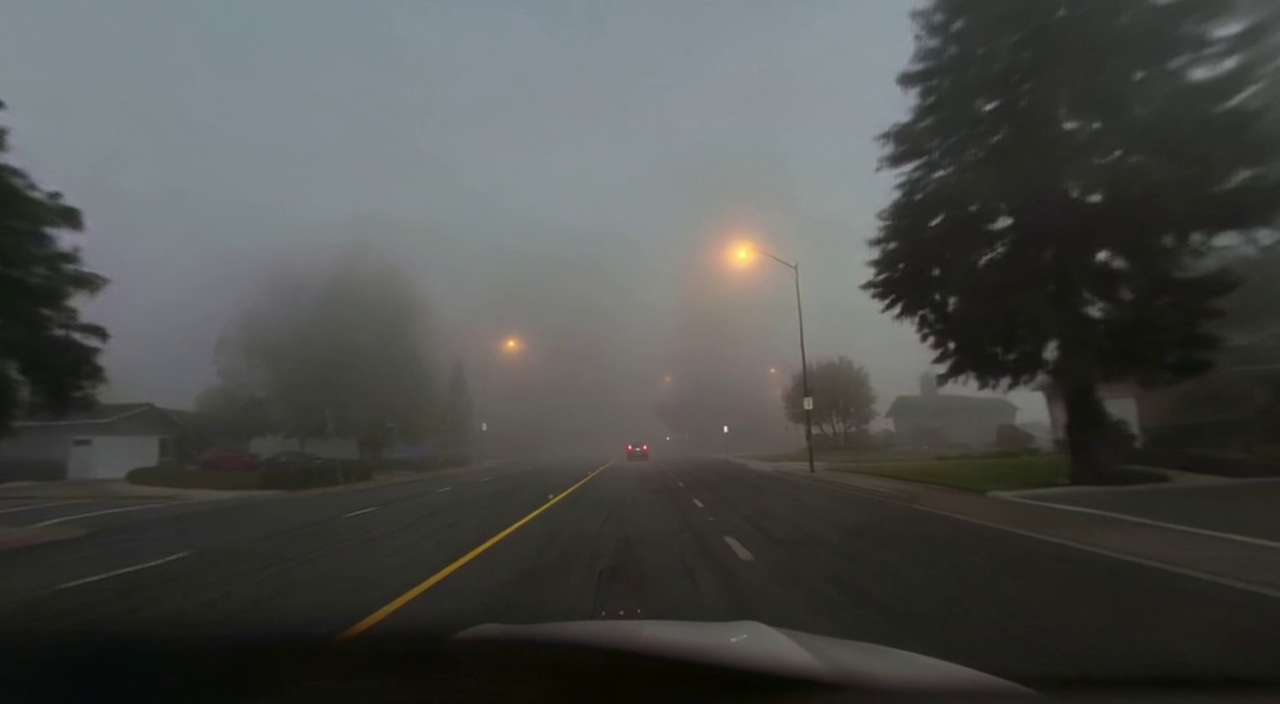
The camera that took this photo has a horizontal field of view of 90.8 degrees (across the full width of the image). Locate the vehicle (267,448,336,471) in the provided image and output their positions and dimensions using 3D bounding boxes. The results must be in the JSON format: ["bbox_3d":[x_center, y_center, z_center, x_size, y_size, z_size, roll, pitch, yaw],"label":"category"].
[{"bbox_3d":[-23.741,7.522,44.209,4.791,1.421,1.985,-4,-10,31],"label":"vehicle"}]

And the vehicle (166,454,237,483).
[{"bbox_3d":[-28.366,7.484,40.830,4.425,1.570,1.959,-4,-8,30],"label":"vehicle"}]

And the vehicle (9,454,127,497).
[{"bbox_3d":[-23.469,5.005,25.918,4.584,1.562,2.091,-5,-10,29],"label":"vehicle"}]
